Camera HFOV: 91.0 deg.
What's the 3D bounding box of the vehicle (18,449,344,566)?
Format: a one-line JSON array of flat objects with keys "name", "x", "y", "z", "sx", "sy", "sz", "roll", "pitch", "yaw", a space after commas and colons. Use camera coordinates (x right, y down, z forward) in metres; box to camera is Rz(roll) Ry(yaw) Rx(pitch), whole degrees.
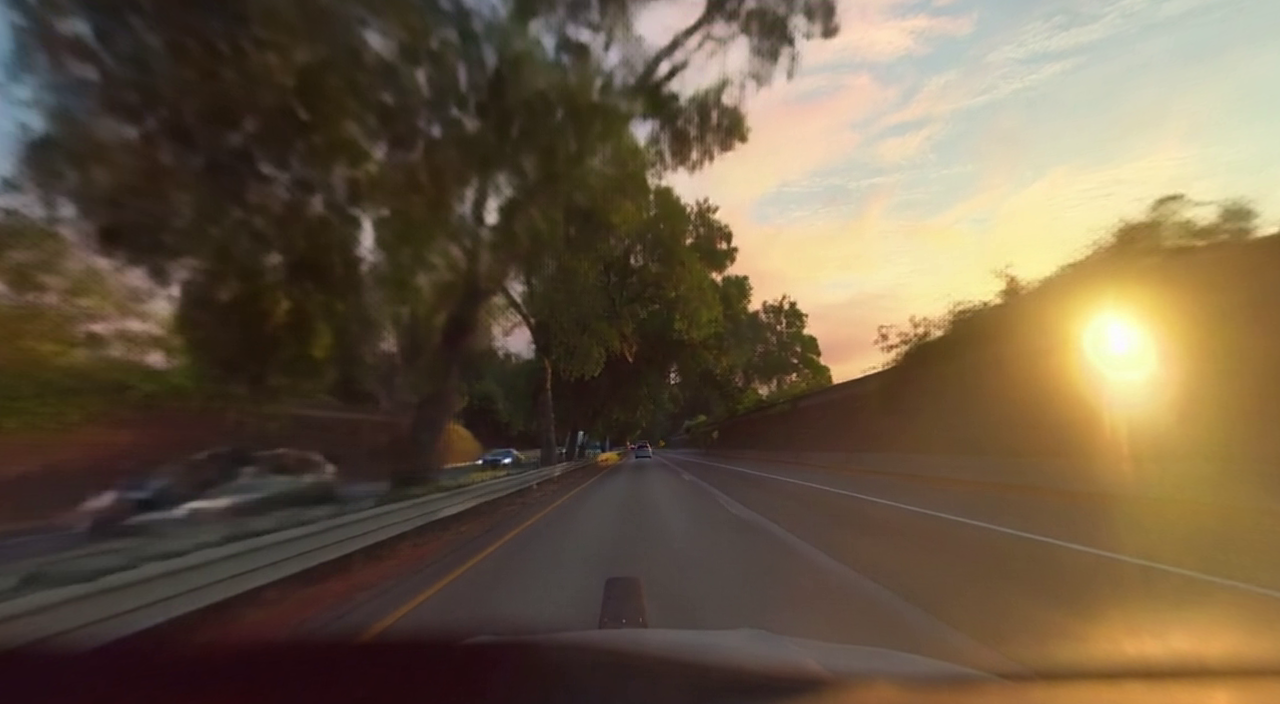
[{"name": "vehicle", "x": -7.003, "y": 2.361, "z": 10.423, "sx": 2.034, "sy": 1.457, "sz": 4.469, "roll": 0, "pitch": -8, "yaw": 0}]
